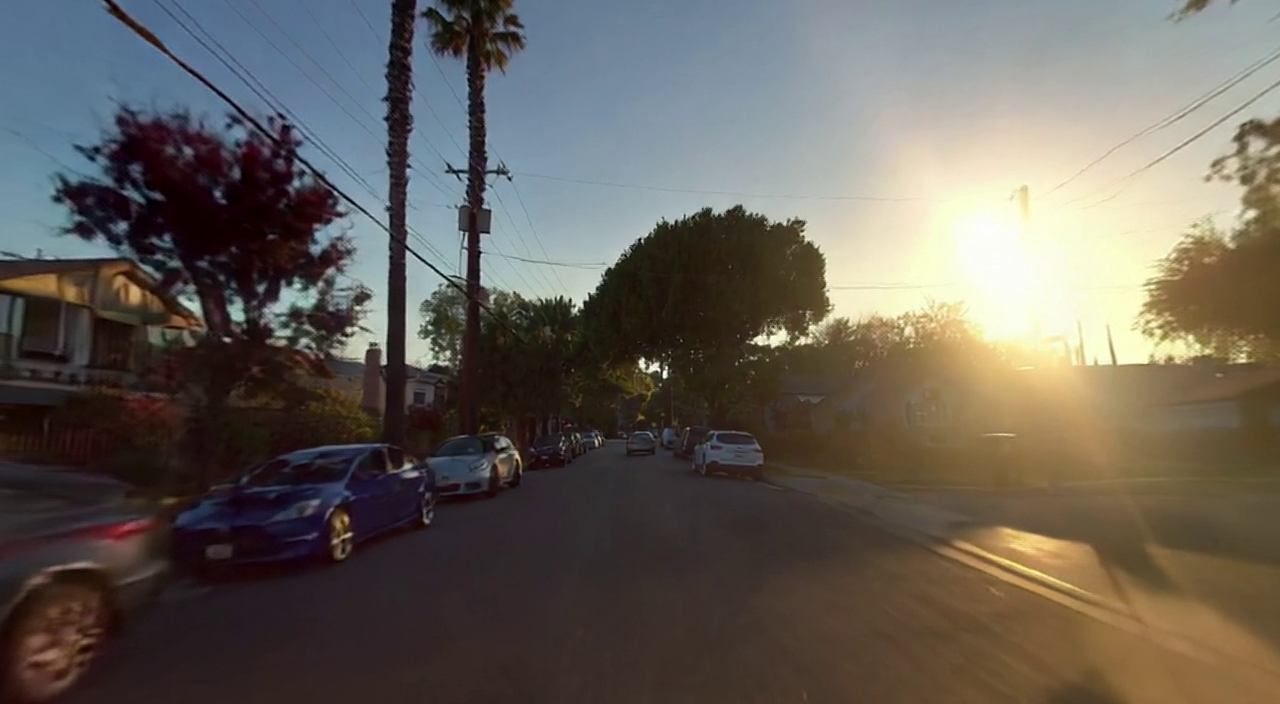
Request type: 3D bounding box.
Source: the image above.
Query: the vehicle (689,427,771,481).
[{"bbox_3d":[2.920,3.463,21.635,2.060,1.614,4.652,0,-9,-1],"label":"vehicle"}]

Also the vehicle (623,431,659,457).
[{"bbox_3d":[0.040,5.632,38.738,2.081,1.483,4.599,0,-9,0],"label":"vehicle"}]

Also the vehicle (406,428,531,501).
[{"bbox_3d":[-4.182,2.833,16.332,1.769,1.551,5.040,0,-9,0],"label":"vehicle"}]

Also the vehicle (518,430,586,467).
[{"bbox_3d":[-3.945,4.485,29.451,2.130,1.543,5.386,-1,-9,3],"label":"vehicle"}]

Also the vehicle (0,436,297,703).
[{"bbox_3d":[-4.100,1.090,2.541,2.157,1.487,5.718,-1,-9,1],"label":"vehicle"}]
